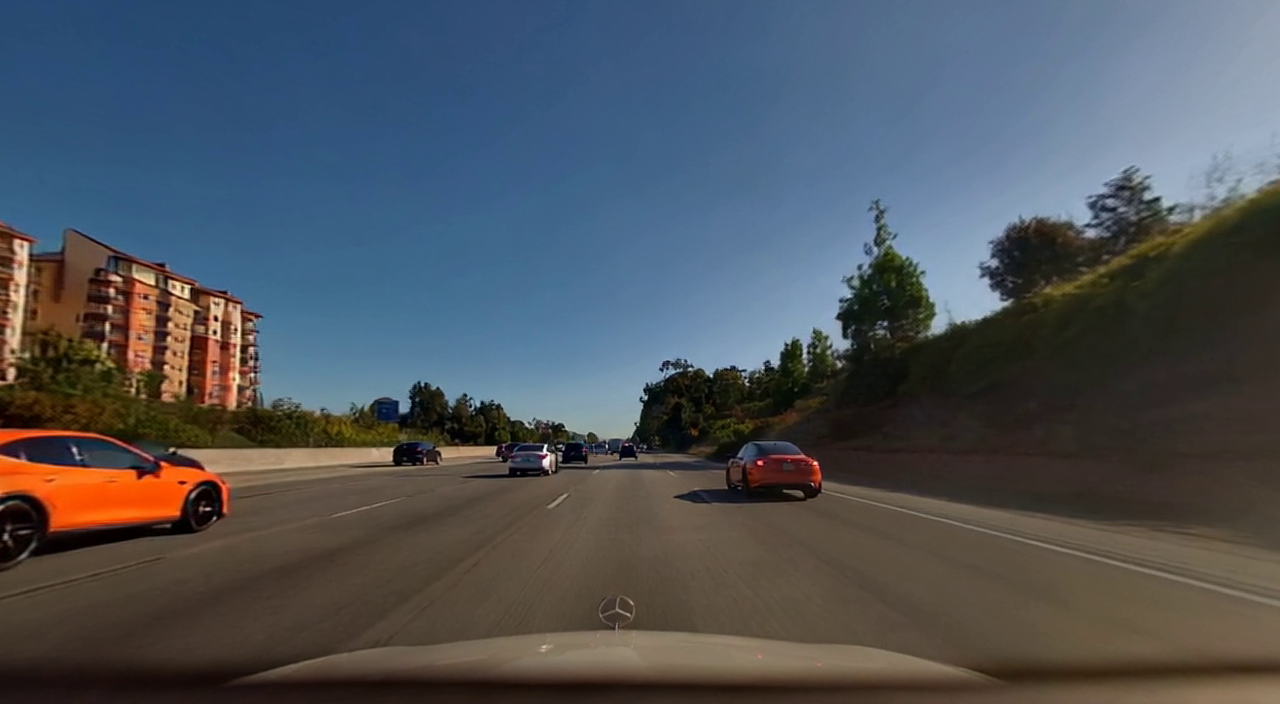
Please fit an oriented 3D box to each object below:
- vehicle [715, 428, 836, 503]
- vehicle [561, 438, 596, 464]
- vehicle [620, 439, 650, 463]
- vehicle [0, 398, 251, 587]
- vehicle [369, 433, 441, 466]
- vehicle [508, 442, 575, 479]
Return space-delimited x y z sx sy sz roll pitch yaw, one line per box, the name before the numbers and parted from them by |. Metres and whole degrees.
vehicle | 3.285 2.860 16.353 2.061 1.658 4.417 0 -8 -1
vehicle | -4.275 6.994 44.755 2.044 1.774 4.329 0 -8 0
vehicle | -0.366 7.207 45.936 2.053 1.650 3.945 0 -8 -1
vehicle | -7.142 1.526 7.291 2.086 1.776 5.080 0 -8 0
vehicle | -15.306 6.420 41.672 2.396 1.999 6.333 0 -8 0
vehicle | -4.065 4.541 26.829 2.124 1.426 4.444 0 -8 0
